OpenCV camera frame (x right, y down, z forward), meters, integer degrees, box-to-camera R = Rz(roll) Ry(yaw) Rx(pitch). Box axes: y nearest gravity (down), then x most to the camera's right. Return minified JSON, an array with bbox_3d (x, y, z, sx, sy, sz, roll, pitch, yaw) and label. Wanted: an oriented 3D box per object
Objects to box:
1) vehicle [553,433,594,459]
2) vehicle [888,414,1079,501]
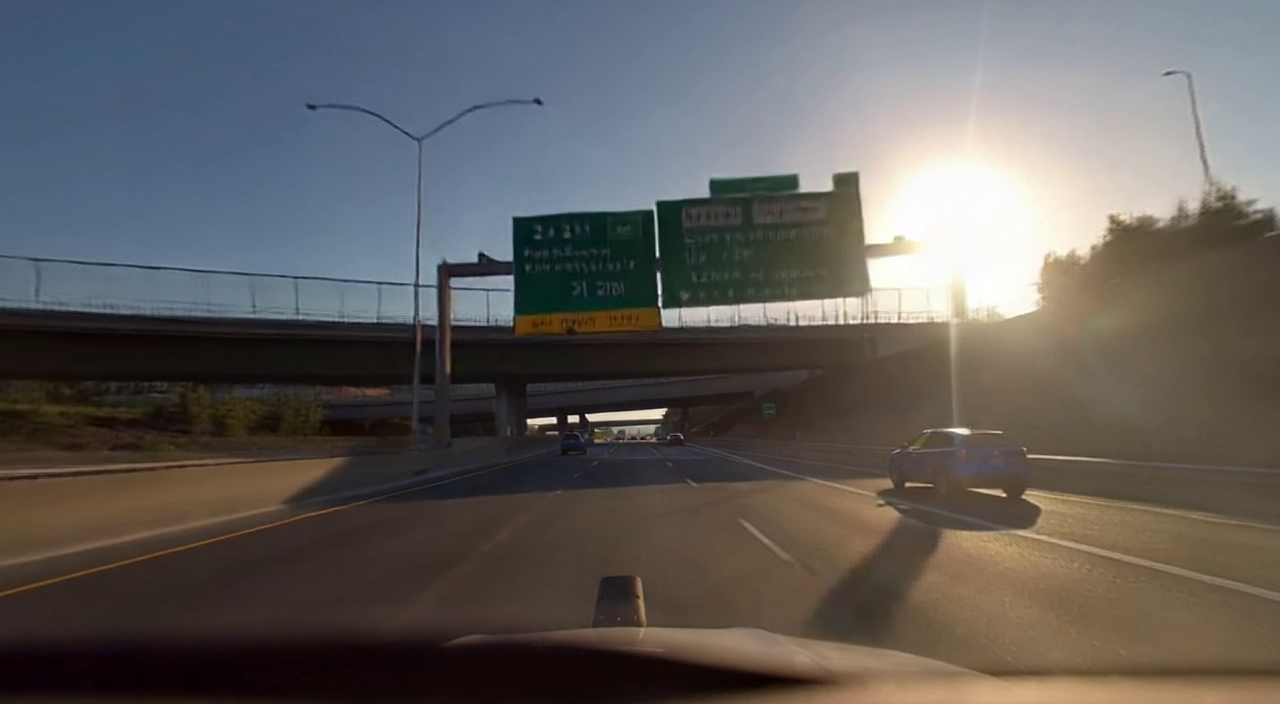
[{"bbox_3d":[-3.919,5.573,37.575,2.032,1.465,4.316,0,-8,-1],"label":"vehicle"},{"bbox_3d":[7.334,2.279,13.986,1.956,1.634,3.935,0,-8,-1],"label":"vehicle"}]
